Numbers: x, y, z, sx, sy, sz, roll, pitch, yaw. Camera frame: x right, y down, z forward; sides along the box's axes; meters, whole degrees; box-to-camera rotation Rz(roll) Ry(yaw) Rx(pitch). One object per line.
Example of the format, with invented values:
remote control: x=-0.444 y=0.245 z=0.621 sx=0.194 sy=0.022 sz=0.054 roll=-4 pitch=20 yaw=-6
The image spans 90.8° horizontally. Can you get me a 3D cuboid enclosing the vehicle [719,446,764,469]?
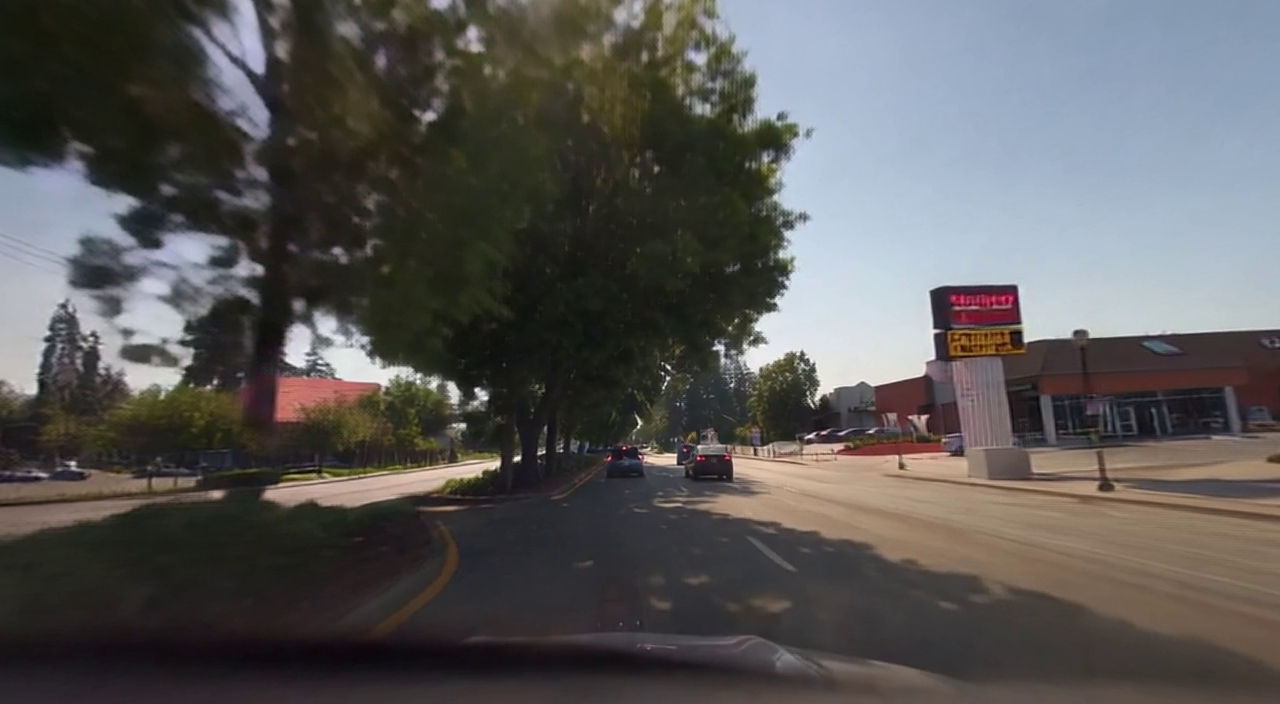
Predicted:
vehicle: x=6.337 y=6.640 z=39.997 sx=2.068 sy=1.393 sz=3.874 roll=0 pitch=-9 yaw=-2

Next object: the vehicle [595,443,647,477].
vehicle: x=-0.859 y=5.003 z=29.521 sx=2.242 sy=1.474 sz=4.127 roll=0 pitch=-9 yaw=-1

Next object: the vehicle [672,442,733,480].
vehicle: x=2.612 y=4.718 z=27.669 sx=2.057 sy=1.491 sz=4.675 roll=0 pitch=-9 yaw=-2
